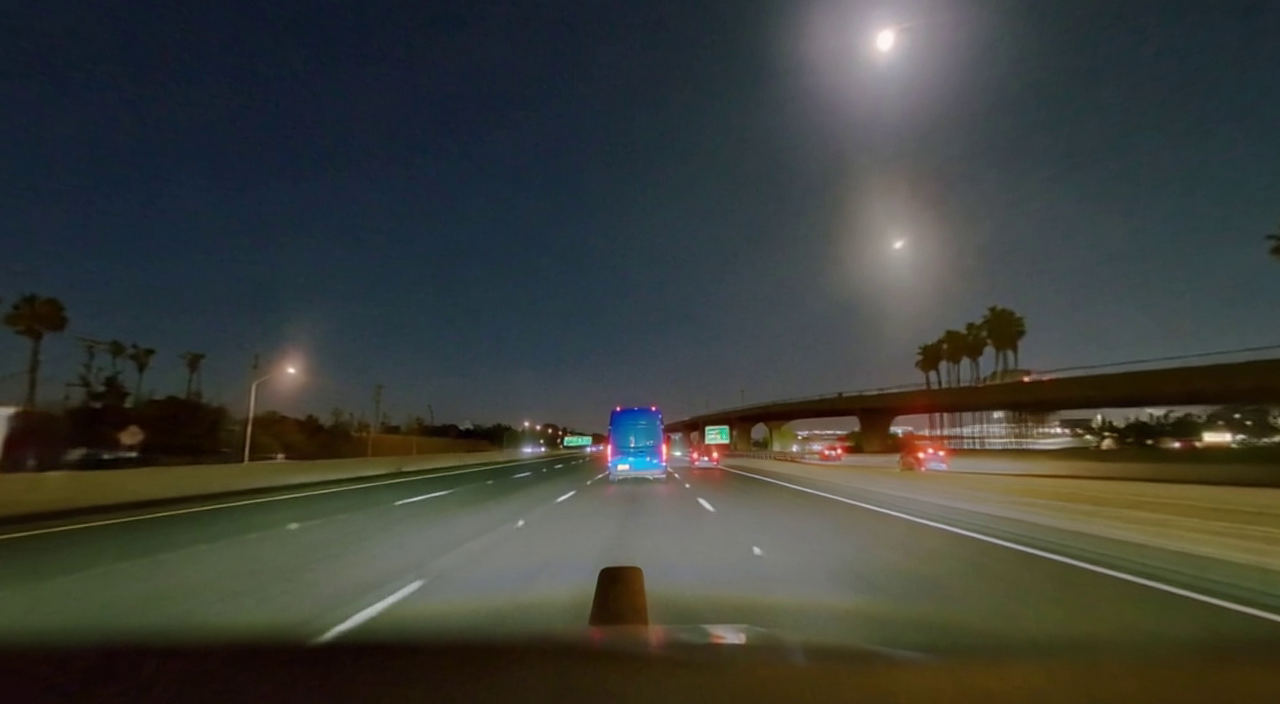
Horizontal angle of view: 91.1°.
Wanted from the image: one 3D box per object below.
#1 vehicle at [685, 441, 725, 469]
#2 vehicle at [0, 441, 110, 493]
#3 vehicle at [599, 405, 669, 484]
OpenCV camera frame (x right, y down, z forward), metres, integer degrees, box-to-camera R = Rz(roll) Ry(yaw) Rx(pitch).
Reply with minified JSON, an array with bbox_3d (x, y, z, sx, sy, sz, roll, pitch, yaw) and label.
[{"bbox_3d":[3.924,6.269,38.377,1.987,1.648,3.984,0,-9,0],"label":"vehicle"},{"bbox_3d":[-24.670,4.465,24.629,2.399,1.870,5.968,0,-9,2],"label":"vehicle"},{"bbox_3d":[-0.089,3.683,25.056,2.476,2.776,5.598,-1,-9,3],"label":"vehicle"}]
